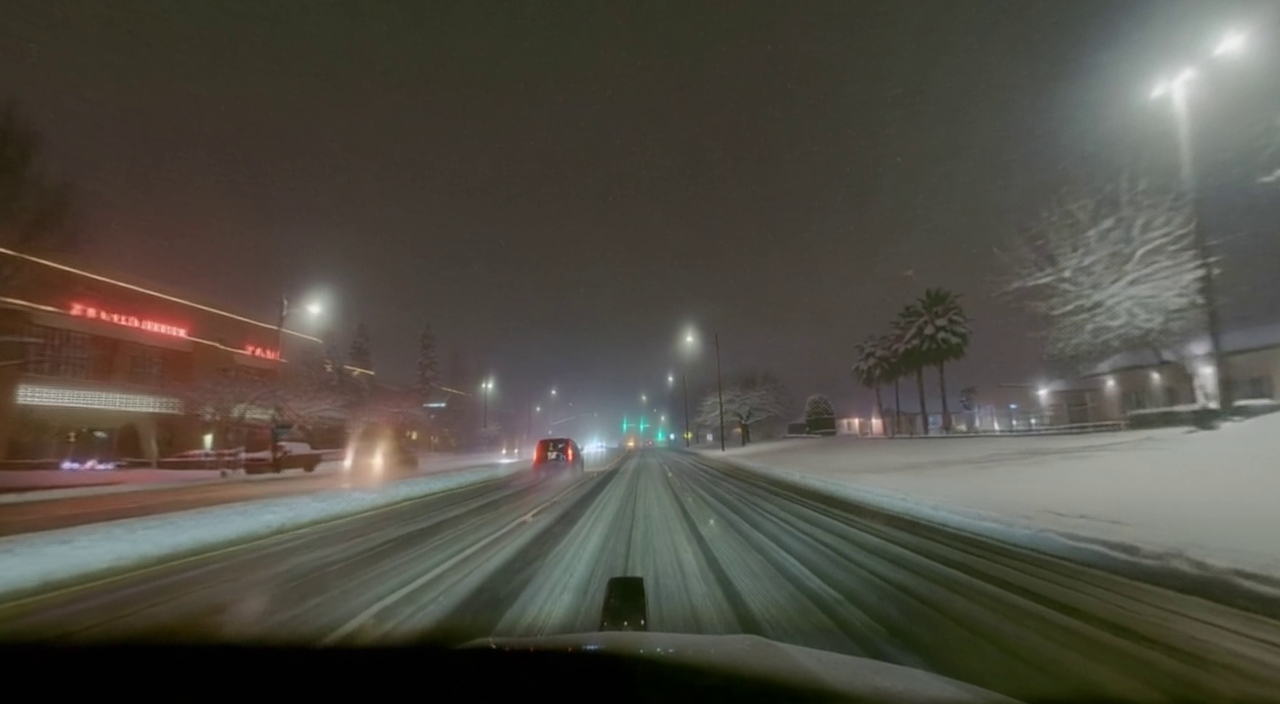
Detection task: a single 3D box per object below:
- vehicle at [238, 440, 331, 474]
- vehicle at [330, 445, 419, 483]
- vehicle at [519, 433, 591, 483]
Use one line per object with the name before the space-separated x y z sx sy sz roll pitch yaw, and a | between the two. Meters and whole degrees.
vehicle | -22.266 6.590 39.819 2.452 1.859 5.964 -3 -9 0
vehicle | -11.114 4.696 26.731 1.930 1.480 4.115 0 -8 1
vehicle | -3.109 3.997 24.080 2.062 1.693 4.669 0 -8 1
